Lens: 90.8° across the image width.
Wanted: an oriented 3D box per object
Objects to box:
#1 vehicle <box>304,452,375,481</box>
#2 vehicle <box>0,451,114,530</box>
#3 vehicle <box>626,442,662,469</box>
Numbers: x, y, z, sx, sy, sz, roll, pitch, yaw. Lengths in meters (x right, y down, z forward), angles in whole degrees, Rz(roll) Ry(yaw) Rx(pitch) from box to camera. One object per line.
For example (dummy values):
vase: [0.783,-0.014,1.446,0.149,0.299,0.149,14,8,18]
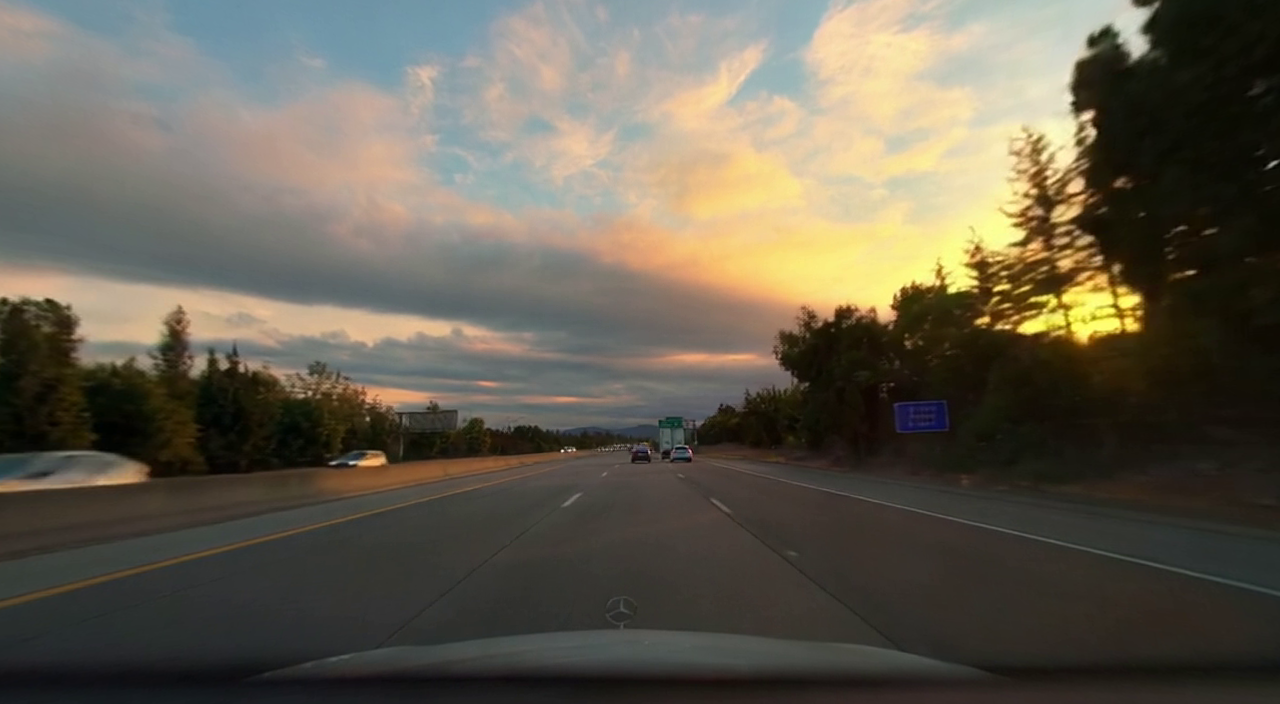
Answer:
vehicle: [-16.915,6.450,35.773,1.892,1.499,4.292,0,-9,0]
vehicle: [-13.251,2.709,12.370,1.967,1.496,4.528,0,-9,0]
vehicle: [0.218,6.700,41.031,2.173,1.598,4.293,0,-9,-1]
